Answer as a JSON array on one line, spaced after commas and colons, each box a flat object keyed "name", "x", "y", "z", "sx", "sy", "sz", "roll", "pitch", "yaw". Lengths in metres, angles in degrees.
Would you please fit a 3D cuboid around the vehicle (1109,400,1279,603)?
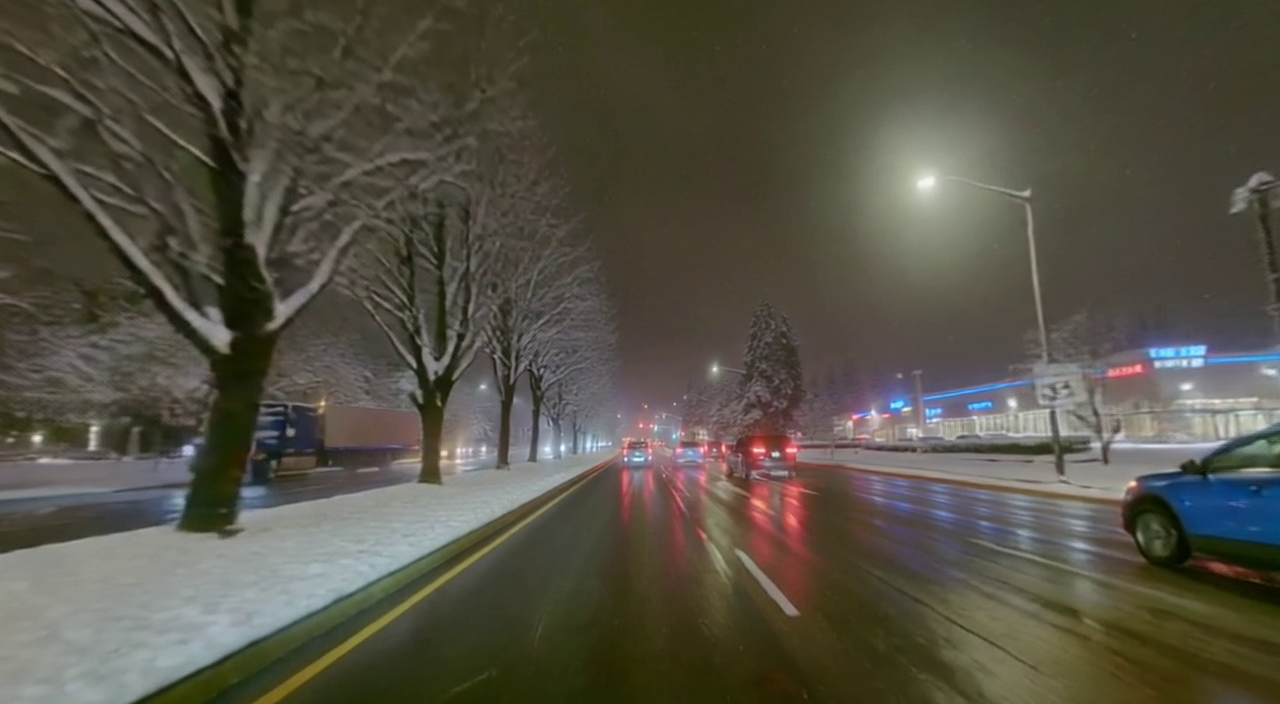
[{"name": "vehicle", "x": 6.222, "y": 1.177, "z": 4.828, "sx": 1.949, "sy": 1.647, "sz": 4.261, "roll": 0, "pitch": -8, "yaw": 0}]

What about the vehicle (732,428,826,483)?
[{"name": "vehicle", "x": 4.953, "y": 3.760, "z": 23.328, "sx": 2.140, "sy": 1.811, "sz": 4.593, "roll": 1, "pitch": -8, "yaw": -4}]

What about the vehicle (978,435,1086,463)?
[{"name": "vehicle", "x": 20.179, "y": 4.996, "z": 32.640, "sx": 4.342, "sy": 1.388, "sz": 1.946, "roll": 0, "pitch": -8, "yaw": -2}]

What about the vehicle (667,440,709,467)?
[{"name": "vehicle", "x": 2.641, "y": 5.659, "z": 35.382, "sx": 1.970, "sy": 1.402, "sz": 3.756, "roll": 0, "pitch": -8, "yaw": -1}]

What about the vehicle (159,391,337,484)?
[{"name": "vehicle", "x": -19.210, "y": 4.345, "z": 31.967, "sx": 2.999, "sy": 4.017, "sz": 8.806, "roll": 0, "pitch": -8, "yaw": 2}]

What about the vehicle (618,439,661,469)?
[{"name": "vehicle", "x": -0.042, "y": 5.250, "z": 32.682, "sx": 2.056, "sy": 1.440, "sz": 3.798, "roll": 0, "pitch": -8, "yaw": -1}]
